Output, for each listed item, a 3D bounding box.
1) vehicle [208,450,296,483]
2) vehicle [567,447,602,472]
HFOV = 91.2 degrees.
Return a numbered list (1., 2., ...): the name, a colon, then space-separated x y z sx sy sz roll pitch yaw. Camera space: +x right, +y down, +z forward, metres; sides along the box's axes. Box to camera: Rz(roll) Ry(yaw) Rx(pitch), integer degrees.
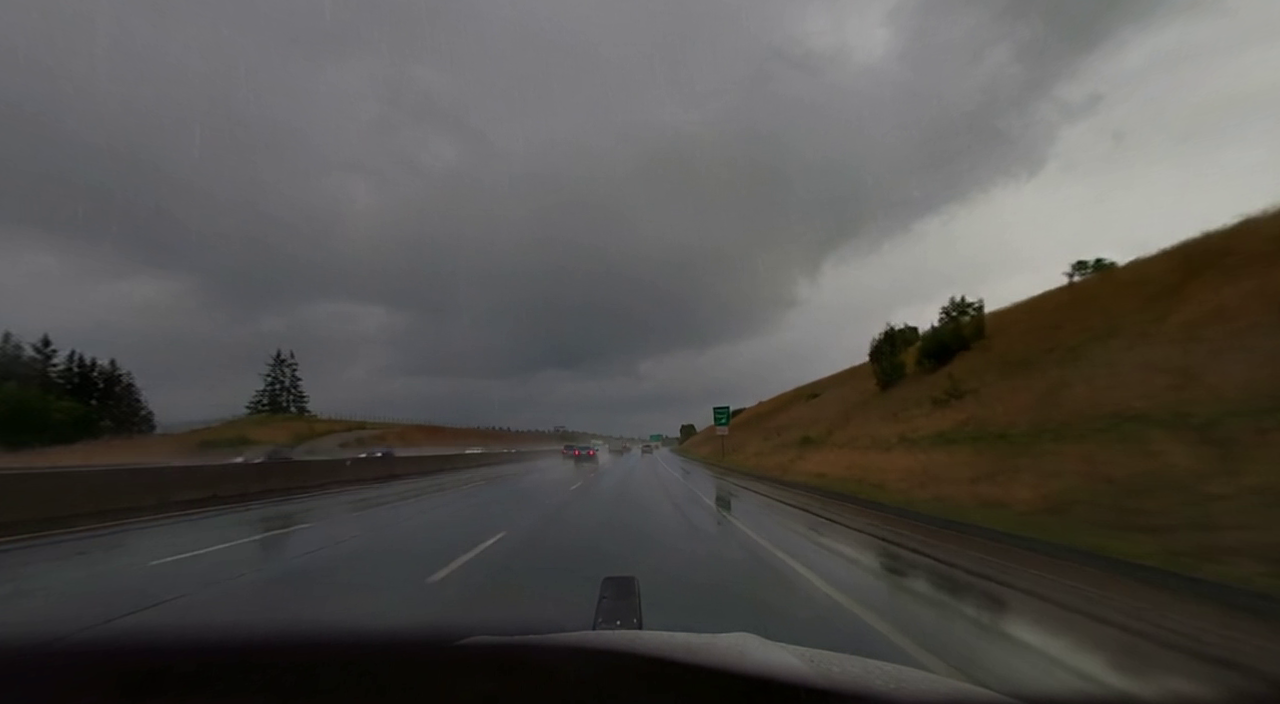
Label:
1. vehicle: -19.275 5.655 31.348 1.802 1.516 4.049 0 -9 0
2. vehicle: -3.486 6.827 40.075 1.895 1.482 3.852 0 -9 0
